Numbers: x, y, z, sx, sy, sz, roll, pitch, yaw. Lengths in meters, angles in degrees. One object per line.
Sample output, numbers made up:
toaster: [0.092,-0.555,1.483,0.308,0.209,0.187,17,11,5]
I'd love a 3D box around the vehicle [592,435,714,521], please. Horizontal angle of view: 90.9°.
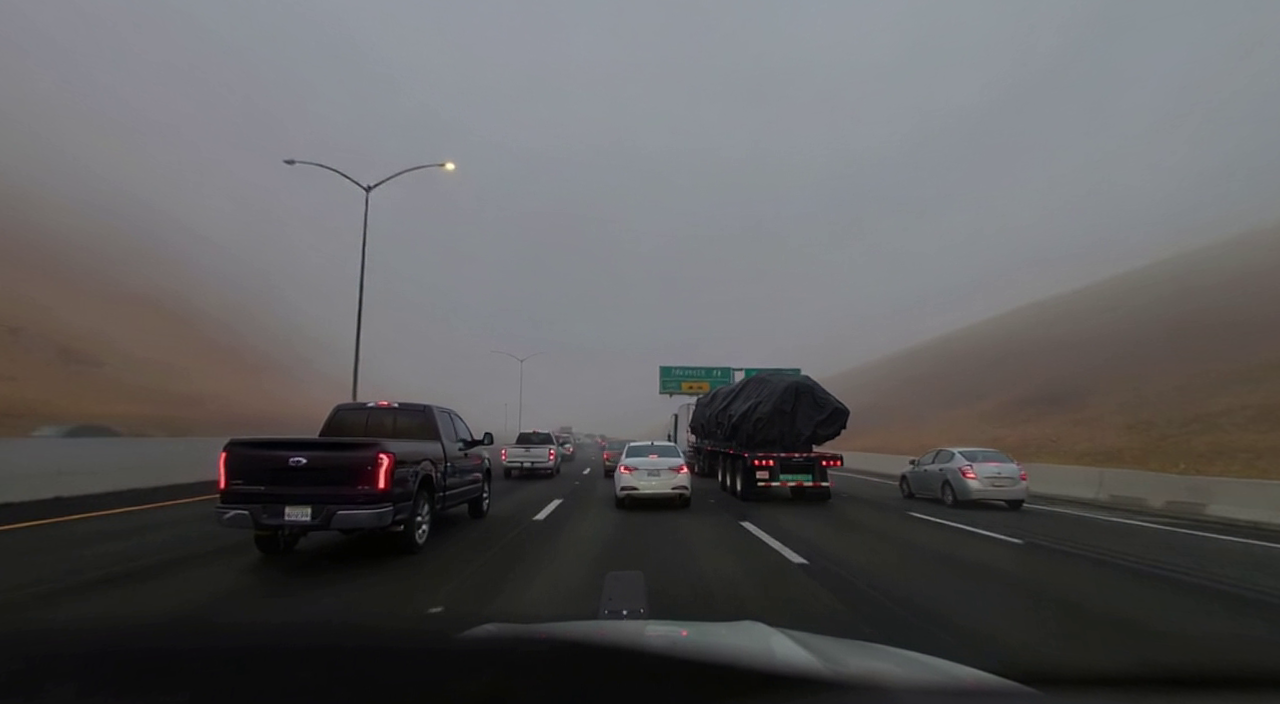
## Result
vehicle: [0.171,2.467,12.962,2.105,1.471,3.978,0,-8,-2]

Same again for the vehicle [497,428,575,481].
vehicle: [-3.833,3.910,24.324,2.348,1.821,5.061,0,-8,-2]

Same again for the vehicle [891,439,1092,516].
vehicle: [7.750,2.762,14.510,2.092,1.495,4.194,0,-8,-2]

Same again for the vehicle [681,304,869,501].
vehicle: [3.153,1.791,18.598,2.759,4.098,10.906,0,-8,-2]

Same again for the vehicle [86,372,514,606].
vehicle: [-3.304,1.492,7.877,2.318,1.902,5.374,0,-8,0]
